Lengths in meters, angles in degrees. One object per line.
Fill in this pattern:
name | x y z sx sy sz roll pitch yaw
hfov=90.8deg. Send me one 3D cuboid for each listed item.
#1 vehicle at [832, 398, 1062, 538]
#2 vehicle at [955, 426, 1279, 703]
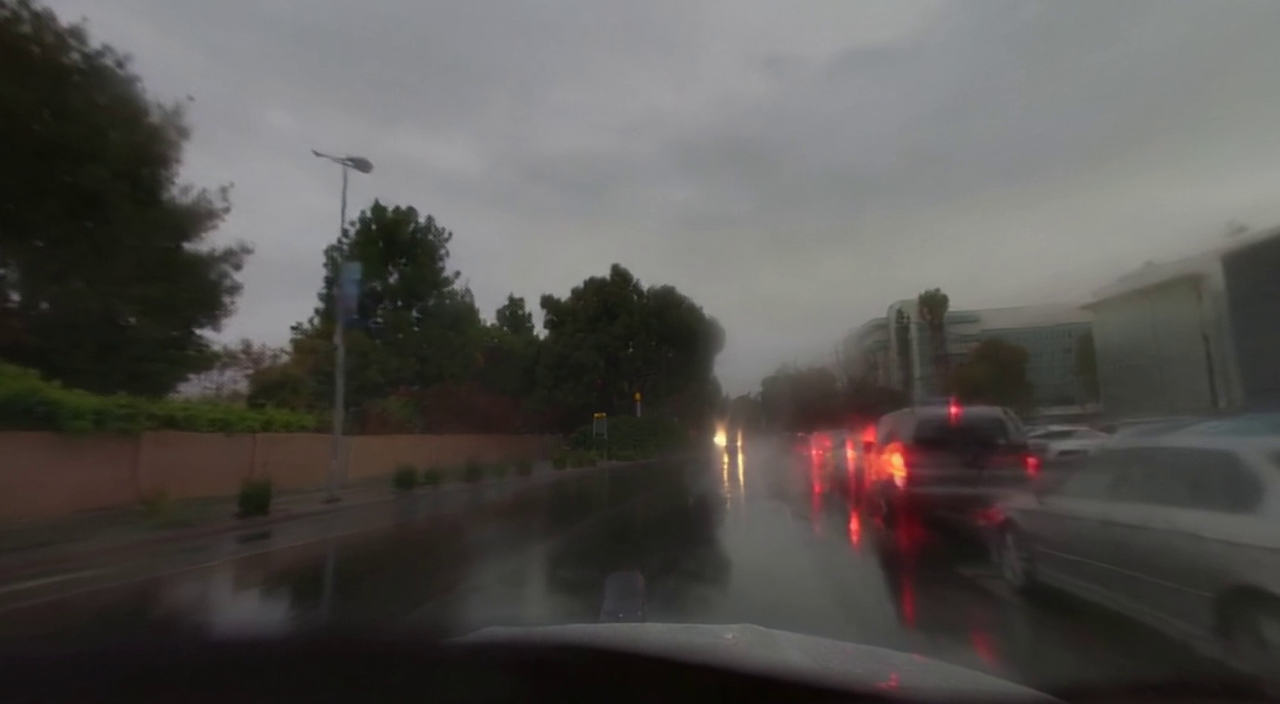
vehicle | 5.392 2.148 12.394 2.291 1.981 6.444 -2 -9 10
vehicle | 3.877 1.237 4.035 1.887 1.439 4.687 -1 -9 8
